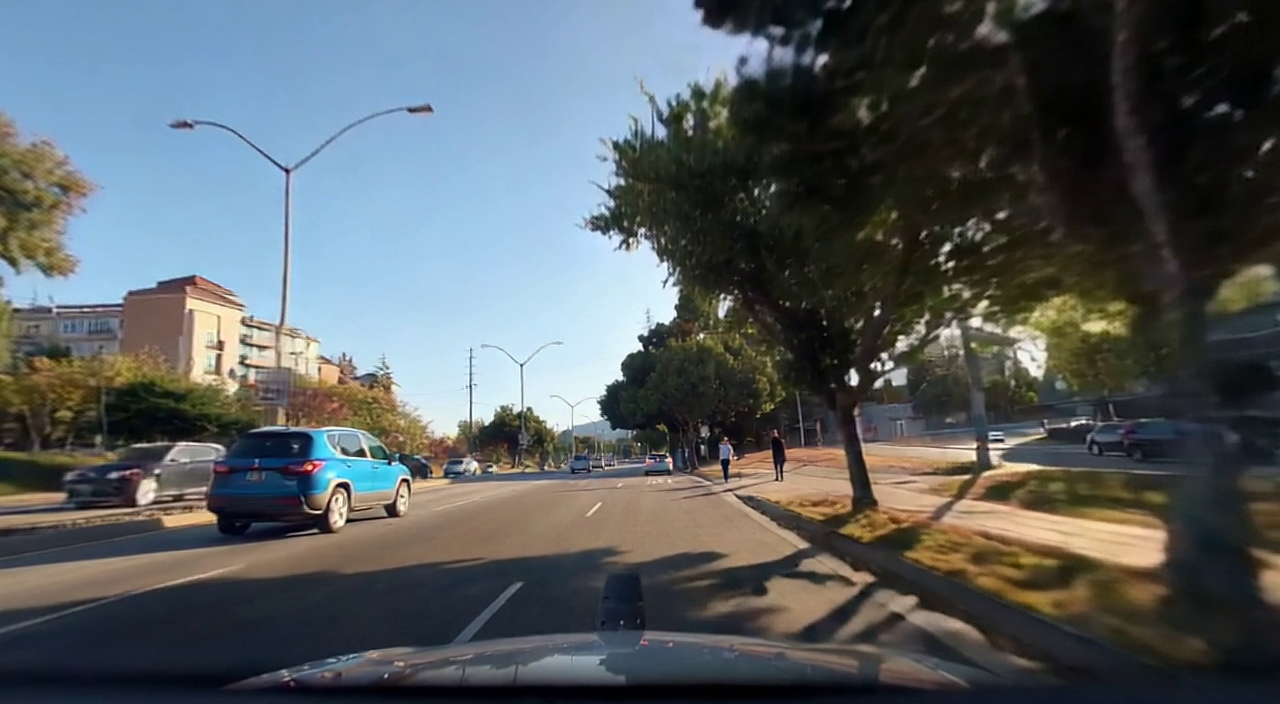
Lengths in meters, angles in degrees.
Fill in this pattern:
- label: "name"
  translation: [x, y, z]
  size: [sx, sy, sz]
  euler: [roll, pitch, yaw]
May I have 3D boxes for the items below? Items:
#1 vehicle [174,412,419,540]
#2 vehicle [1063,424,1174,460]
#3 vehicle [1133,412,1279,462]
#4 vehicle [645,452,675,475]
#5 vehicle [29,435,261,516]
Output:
- label: "vehicle"
  translation: [-5.964, 2.185, 11.721]
  size: [2.027, 1.908, 4.273]
  euler: [0, -8, 1]
- label: "vehicle"
  translation: [22.993, 4.360, 30.531]
  size: [2.001, 1.558, 4.803]
  euler: [-1, -8, 6]
- label: "vehicle"
  translation: [22.129, 3.361, 24.784]
  size: [2.018, 1.751, 4.637]
  euler: [-1, -8, 6]
- label: "vehicle"
  translation: [1.387, 8.081, 45.808]
  size: [2.091, 1.494, 3.962]
  euler: [0, -8, 0]
- label: "vehicle"
  translation: [-12.001, 2.975, 15.832]
  size: [1.953, 1.697, 4.725]
  euler: [0, -8, 0]
